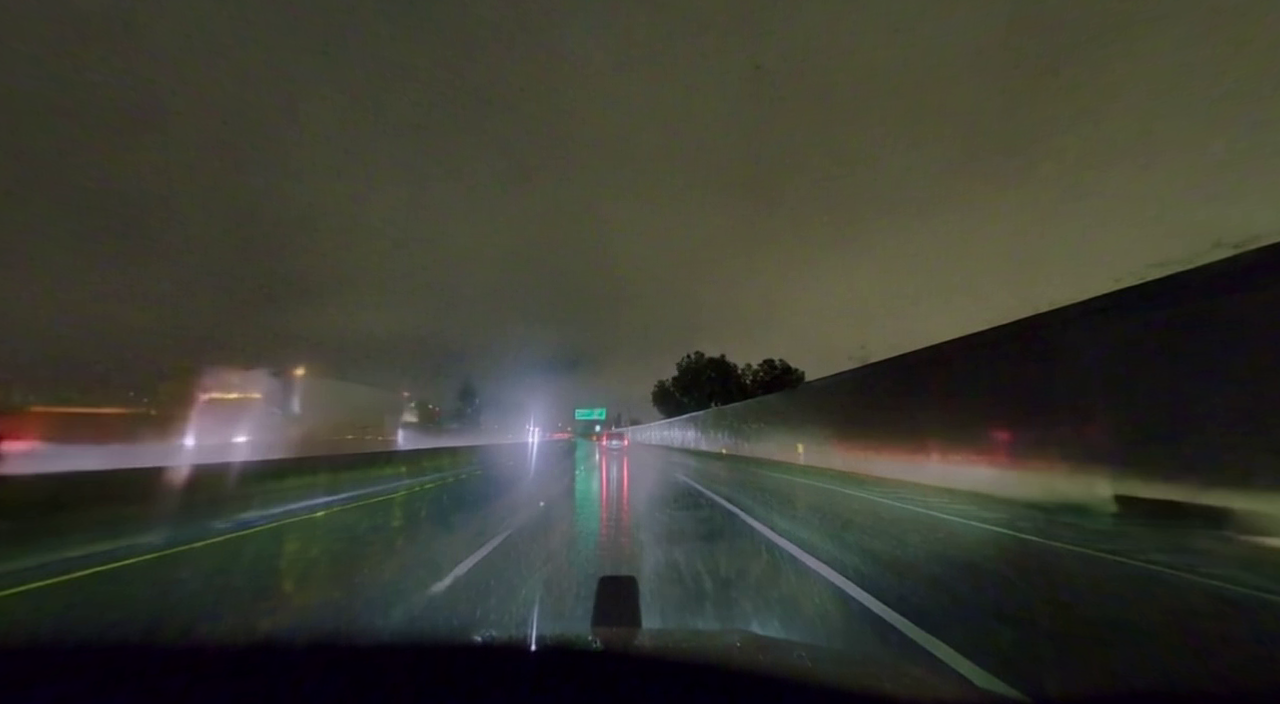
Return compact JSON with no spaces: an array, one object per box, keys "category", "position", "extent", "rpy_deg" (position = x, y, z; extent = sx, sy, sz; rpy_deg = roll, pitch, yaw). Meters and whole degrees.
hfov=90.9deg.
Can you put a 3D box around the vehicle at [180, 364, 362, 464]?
[{"category":"vehicle","position":[-17.048,3.140,30.416],"extent":[2.914,4.000,10.062],"rpy_deg":[0,-8,-2]}]
